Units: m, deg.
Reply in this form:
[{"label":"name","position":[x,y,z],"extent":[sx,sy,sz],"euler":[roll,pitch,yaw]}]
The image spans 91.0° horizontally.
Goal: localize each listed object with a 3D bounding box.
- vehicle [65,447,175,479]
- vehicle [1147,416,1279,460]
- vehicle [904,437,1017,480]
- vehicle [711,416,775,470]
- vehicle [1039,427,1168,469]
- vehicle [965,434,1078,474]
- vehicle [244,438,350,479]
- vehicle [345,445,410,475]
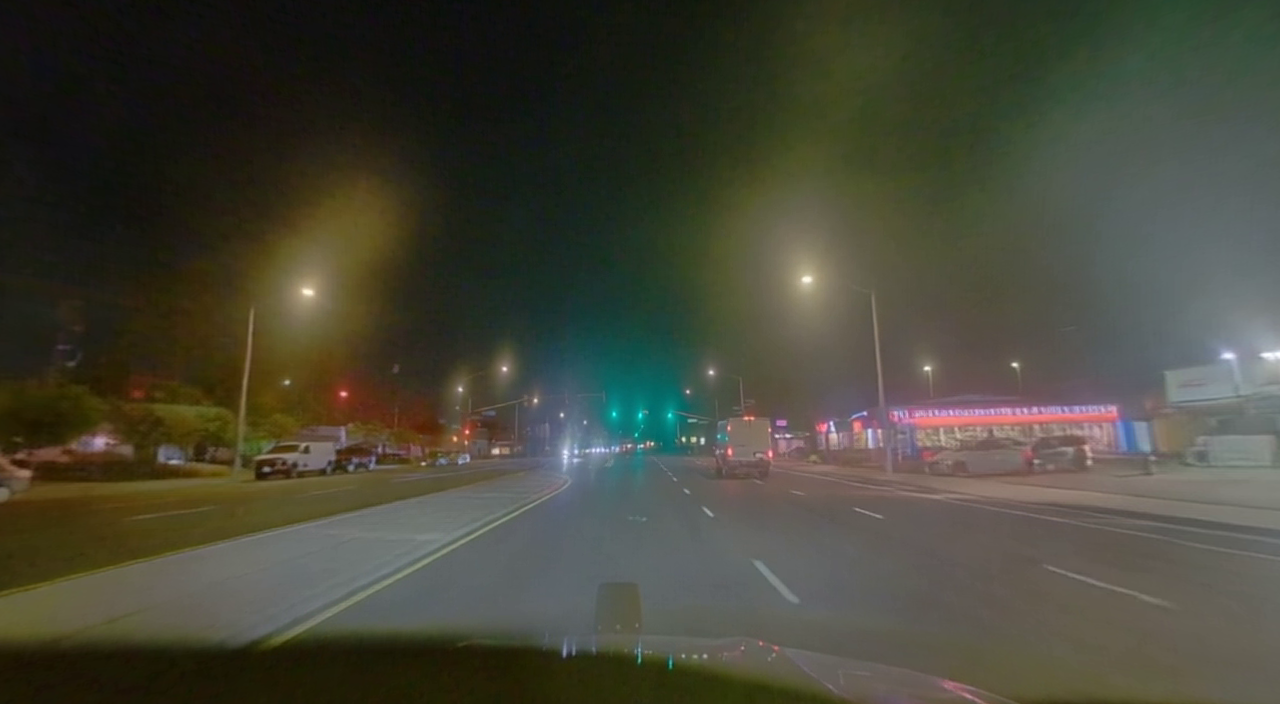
[{"label":"vehicle","position":[-26.397,5.619,32.201],"extent":[1.847,1.464,4.374],"euler":[0,-9,1]},{"label":"vehicle","position":[24.012,3.642,26.450],"extent":[1.888,1.678,4.074],"euler":[1,-9,-2]},{"label":"vehicle","position":[12.796,4.290,25.577],"extent":[2.079,1.541,4.801],"euler":[0,-9,0]},{"label":"vehicle","position":[6.595,6.045,41.501],"extent":[2.802,3.208,7.459],"euler":[1,-9,-1]},{"label":"vehicle","position":[19.039,3.992,26.176],"extent":[1.882,1.537,4.418],"euler":[1,-9,-2]},{"label":"vehicle","position":[15.846,4.281,26.475],"extent":[1.899,1.517,4.378],"euler":[1,-9,-2]},{"label":"vehicle","position":[-18.452,5.714,34.305],"extent":[2.390,1.995,5.895],"euler":[0,-8,1]},{"label":"vehicle","position":[-15.058,6.193,36.316],"extent":[1.917,1.577,3.995],"euler":[0,-9,1]}]
